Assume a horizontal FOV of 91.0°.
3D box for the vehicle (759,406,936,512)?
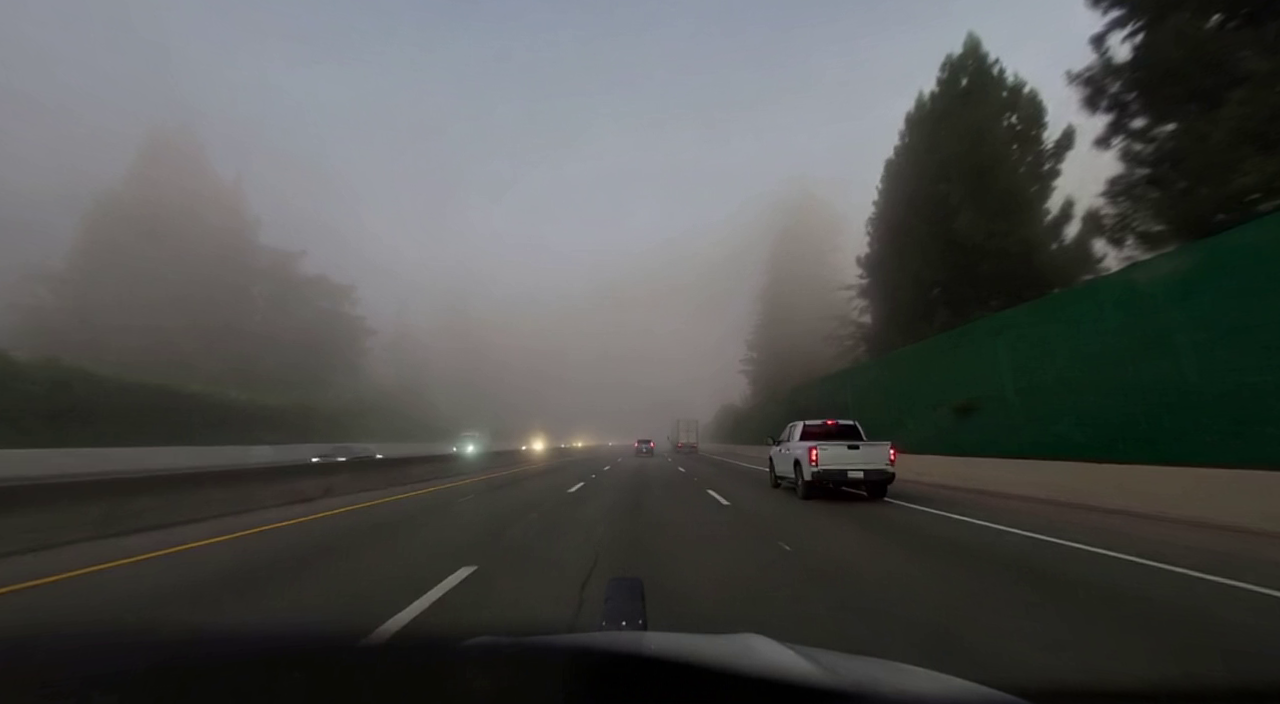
[{"bbox_3d":[4.369,2.368,14.411,2.209,1.943,5.262,0,-8,-1],"label":"vehicle"}]
